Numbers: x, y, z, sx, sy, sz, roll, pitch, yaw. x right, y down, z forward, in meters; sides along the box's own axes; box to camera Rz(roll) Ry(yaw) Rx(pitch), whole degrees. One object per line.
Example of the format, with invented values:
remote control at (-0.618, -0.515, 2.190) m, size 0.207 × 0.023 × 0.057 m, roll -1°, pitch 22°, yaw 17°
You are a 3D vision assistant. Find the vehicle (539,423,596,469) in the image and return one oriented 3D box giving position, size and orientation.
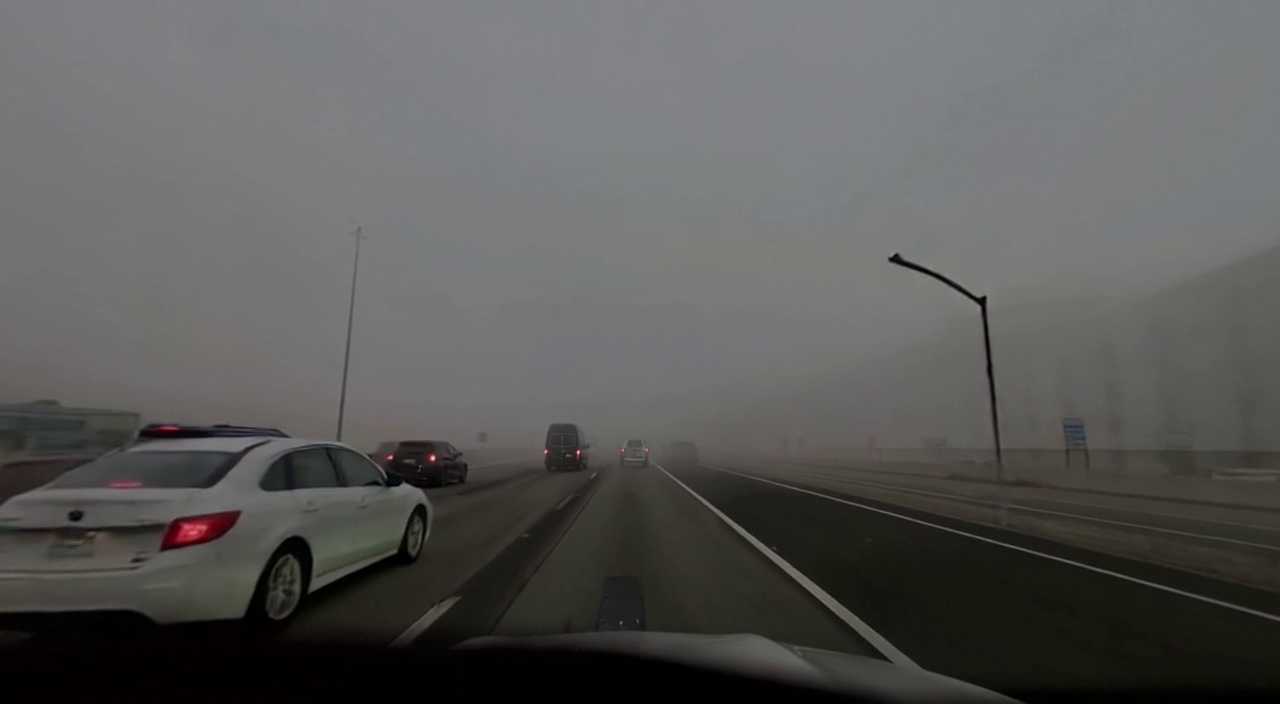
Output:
vehicle at (-3.828, 5.178, 34.663) m, size 2.504 × 2.276 × 5.933 m, roll 0°, pitch -9°, yaw -1°

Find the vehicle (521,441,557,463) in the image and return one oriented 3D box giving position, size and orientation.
vehicle at (-7.264, 7.217, 45.573) m, size 1.902 × 1.470 × 3.851 m, roll 0°, pitch -9°, yaw 0°

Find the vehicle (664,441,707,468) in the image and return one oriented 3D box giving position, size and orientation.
vehicle at (2.701, 6.205, 38.309) m, size 2.127 × 1.513 × 4.501 m, roll 0°, pitch -9°, yaw -2°

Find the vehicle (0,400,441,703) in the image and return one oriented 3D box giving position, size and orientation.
vehicle at (-3.320, 1.306, 5.157) m, size 1.963 × 1.507 × 4.172 m, roll 0°, pitch -9°, yaw 1°

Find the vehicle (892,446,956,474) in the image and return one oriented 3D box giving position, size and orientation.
vehicle at (20.685, 7.848, 46.073) m, size 2.083 × 1.873 × 5.209 m, roll 0°, pitch -9°, yaw -2°

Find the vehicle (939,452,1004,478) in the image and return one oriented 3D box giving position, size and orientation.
vehicle at (20.818, 7.114, 39.768) m, size 1.789 × 1.531 × 3.983 m, roll 1°, pitch -9°, yaw -2°

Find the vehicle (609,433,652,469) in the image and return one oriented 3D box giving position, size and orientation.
vehicle at (-0.512, 5.460, 34.776) m, size 2.207 × 1.807 × 4.199 m, roll 0°, pitch -9°, yaw -1°

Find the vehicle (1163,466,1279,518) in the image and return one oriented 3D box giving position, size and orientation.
vehicle at (20.957, 4.748, 21.704) m, size 1.896 × 1.474 × 4.502 m, roll 0°, pitch -9°, yaw -1°
